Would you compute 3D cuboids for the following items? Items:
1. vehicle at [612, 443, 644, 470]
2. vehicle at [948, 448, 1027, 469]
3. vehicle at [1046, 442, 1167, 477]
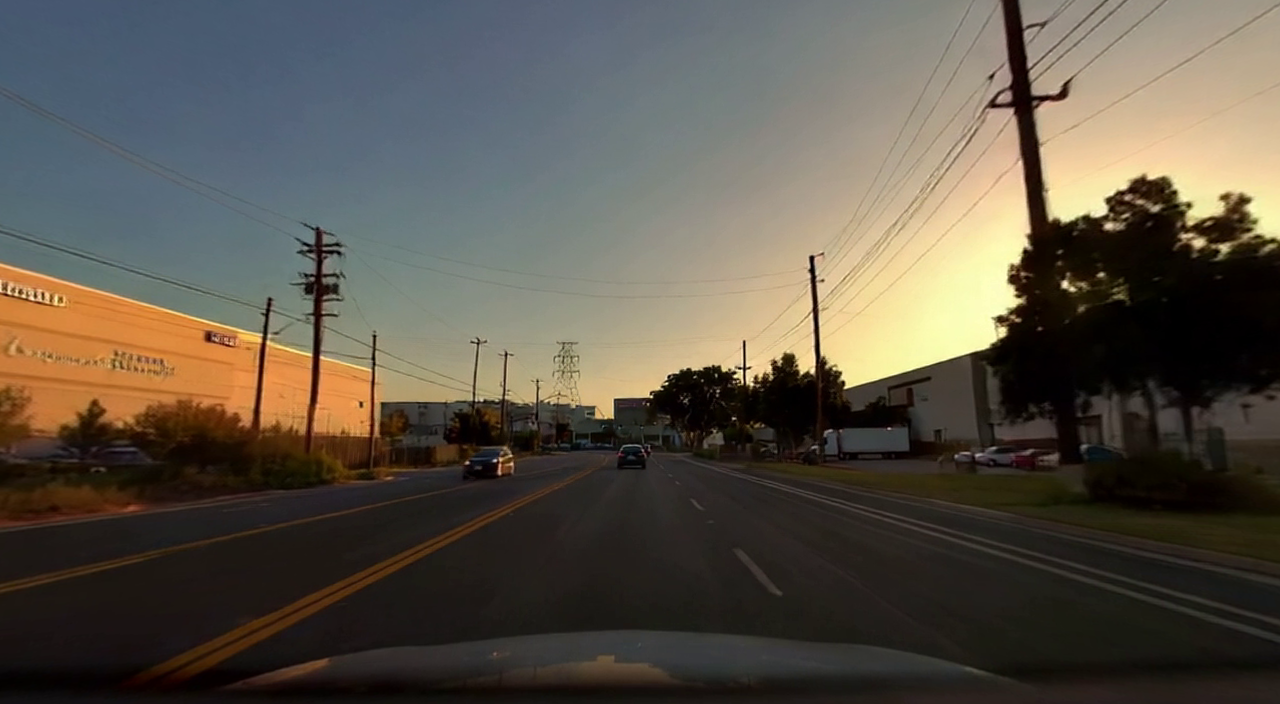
[{"bbox_3d":[-0.760,6.598,40.172,1.937,1.588,3.746,0,-8,0],"label":"vehicle"},{"bbox_3d":[25.771,7.888,46.977,4.625,1.484,1.997,0,-8,0],"label":"vehicle"},{"bbox_3d":[24.846,5.716,33.765,4.805,1.781,1.974,0,-8,0],"label":"vehicle"}]
